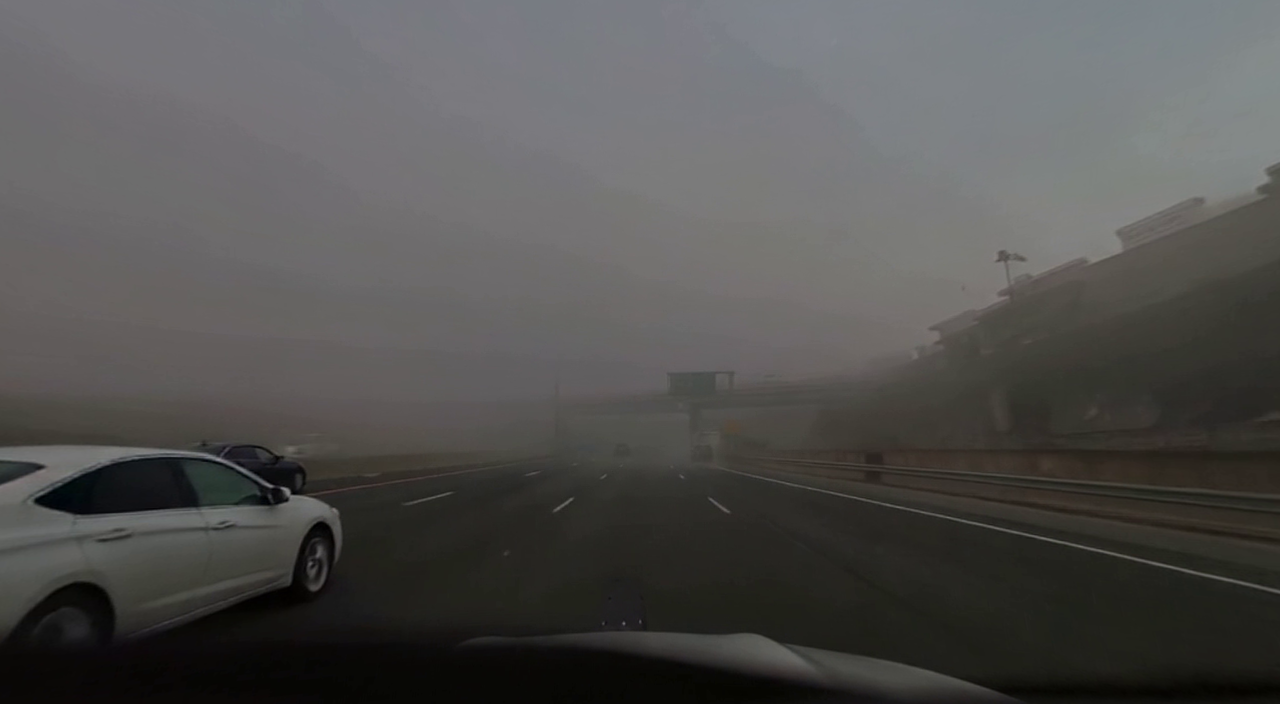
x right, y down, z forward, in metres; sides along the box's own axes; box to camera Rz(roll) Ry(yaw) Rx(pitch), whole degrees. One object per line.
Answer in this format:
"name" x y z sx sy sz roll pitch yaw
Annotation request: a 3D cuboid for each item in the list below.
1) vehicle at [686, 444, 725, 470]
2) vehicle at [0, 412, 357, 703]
"vehicle" 4.108 6.647 40.267 2.059 1.509 4.670 0 -8 1
"vehicle" -3.734 1.164 3.797 1.990 1.477 4.308 0 -8 1
